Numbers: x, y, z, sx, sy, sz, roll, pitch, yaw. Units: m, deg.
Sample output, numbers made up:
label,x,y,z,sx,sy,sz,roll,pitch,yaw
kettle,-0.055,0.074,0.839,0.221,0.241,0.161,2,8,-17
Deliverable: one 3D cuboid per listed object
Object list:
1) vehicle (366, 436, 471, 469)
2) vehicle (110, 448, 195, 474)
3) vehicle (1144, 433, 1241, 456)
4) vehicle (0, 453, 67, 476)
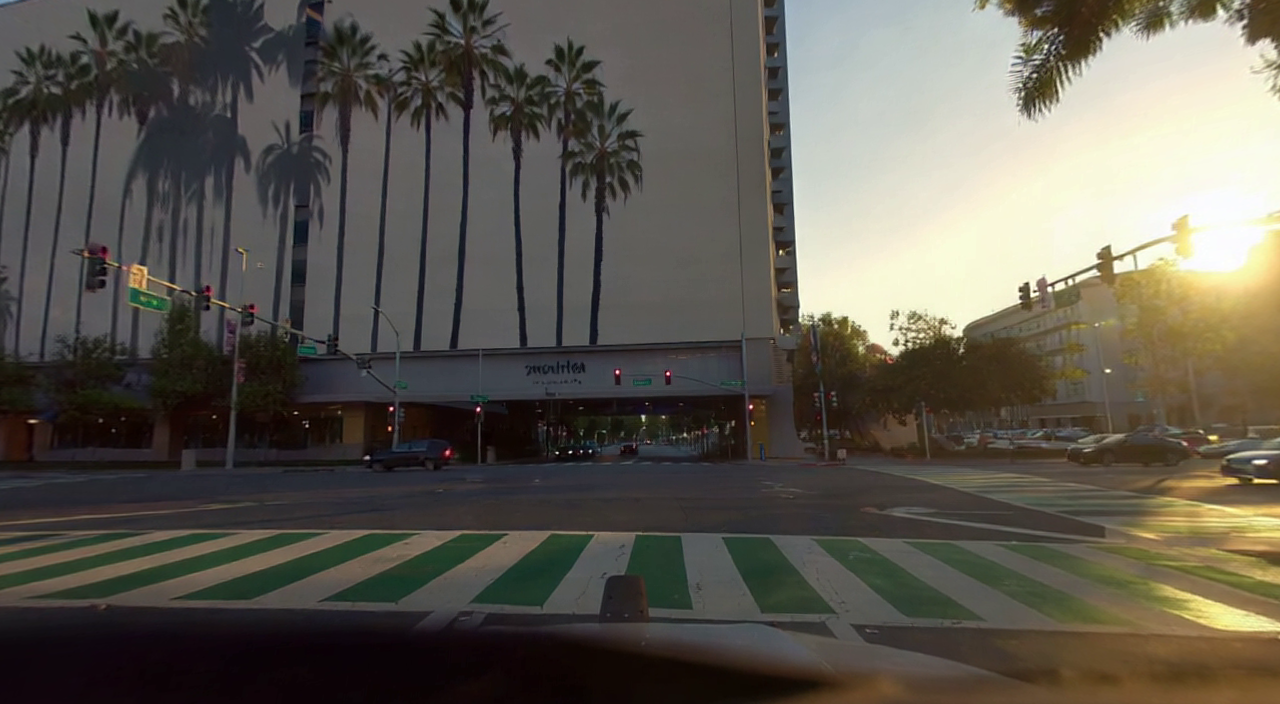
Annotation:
label,x,y,z,sx,sy,sz,roll,pitch,yaw
vehicle,-13.114,5.962,37.569,5.477,1.880,2.125,0,-8,1
vehicle,-33.042,7.400,42.774,4.136,1.661,1.857,0,-8,1
vehicle,36.129,6.040,41.269,4.606,1.449,1.687,0,-8,2
vehicle,-41.631,7.608,42.796,3.698,1.508,1.779,0,-8,1
